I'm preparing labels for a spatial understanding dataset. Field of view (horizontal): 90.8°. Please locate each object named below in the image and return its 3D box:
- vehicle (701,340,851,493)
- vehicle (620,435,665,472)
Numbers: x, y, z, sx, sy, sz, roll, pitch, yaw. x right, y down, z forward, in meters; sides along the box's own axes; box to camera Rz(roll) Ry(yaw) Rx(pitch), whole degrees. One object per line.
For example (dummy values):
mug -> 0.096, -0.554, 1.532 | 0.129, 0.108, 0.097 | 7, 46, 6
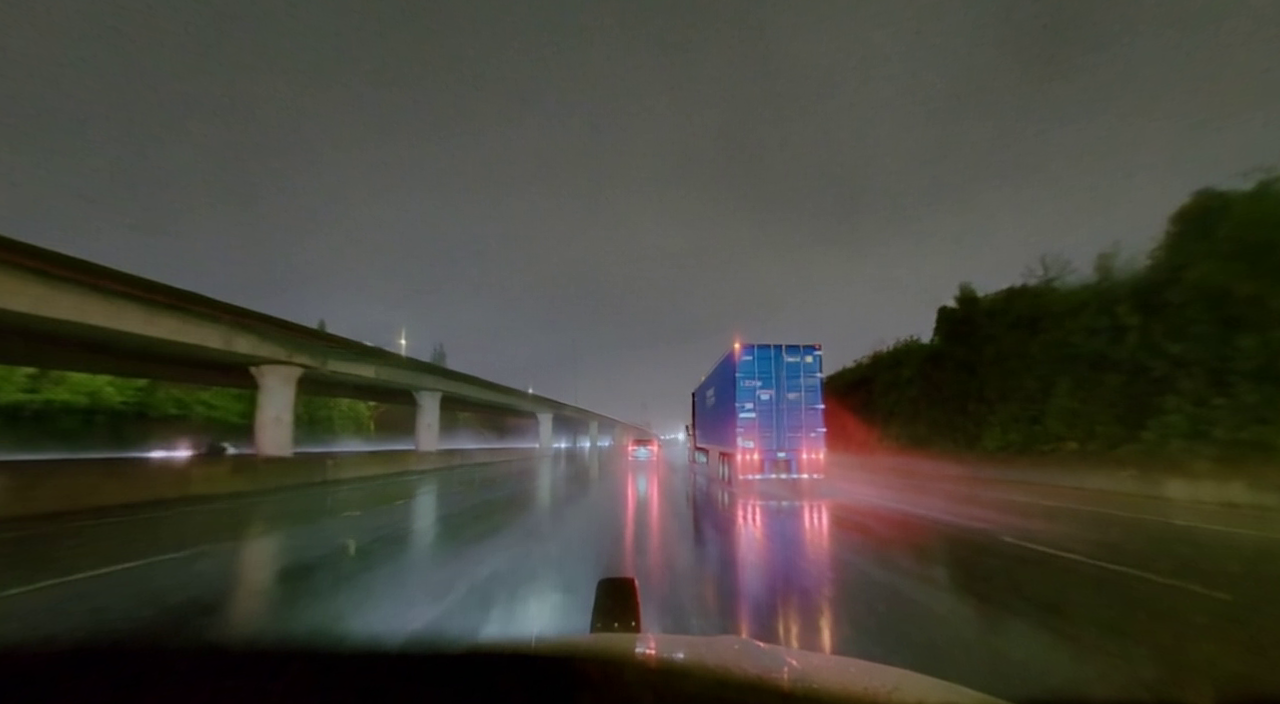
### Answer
vehicle -> 4.061, 2.433, 21.843 | 2.964, 4.063, 10.072 | 0, -9, 0
vehicle -> 0.146, 5.091, 31.805 | 2.077, 1.716, 4.514 | 0, -9, 1
